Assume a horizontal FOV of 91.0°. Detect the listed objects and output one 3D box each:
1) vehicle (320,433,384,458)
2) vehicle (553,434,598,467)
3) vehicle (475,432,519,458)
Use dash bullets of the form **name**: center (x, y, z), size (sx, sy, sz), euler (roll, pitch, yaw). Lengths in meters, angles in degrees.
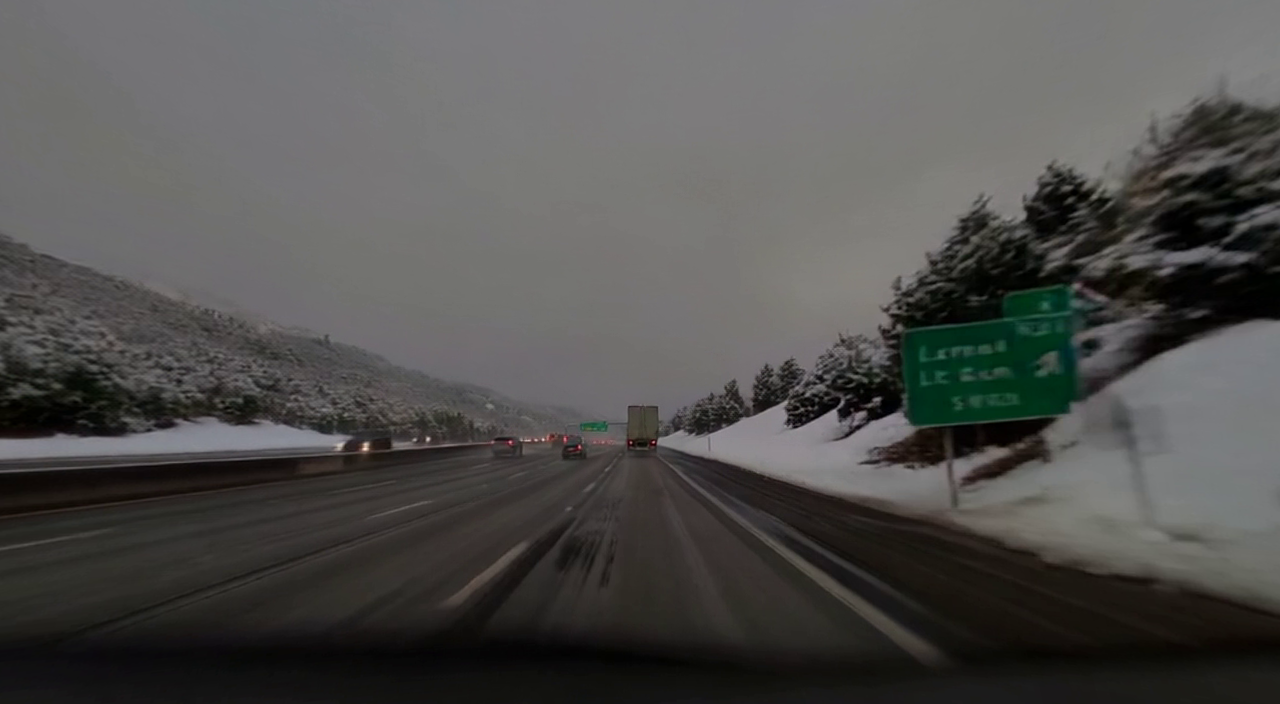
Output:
- **vehicle**: center (-18.061, 5.918, 39.720), size (1.837, 1.496, 4.386), euler (0, -9, 1)
- **vehicle**: center (-3.610, 5.653, 36.213), size (2.053, 1.746, 4.508), euler (0, -9, 1)
- **vehicle**: center (-10.095, 6.625, 44.712), size (1.958, 1.758, 4.684), euler (0, -9, 1)
